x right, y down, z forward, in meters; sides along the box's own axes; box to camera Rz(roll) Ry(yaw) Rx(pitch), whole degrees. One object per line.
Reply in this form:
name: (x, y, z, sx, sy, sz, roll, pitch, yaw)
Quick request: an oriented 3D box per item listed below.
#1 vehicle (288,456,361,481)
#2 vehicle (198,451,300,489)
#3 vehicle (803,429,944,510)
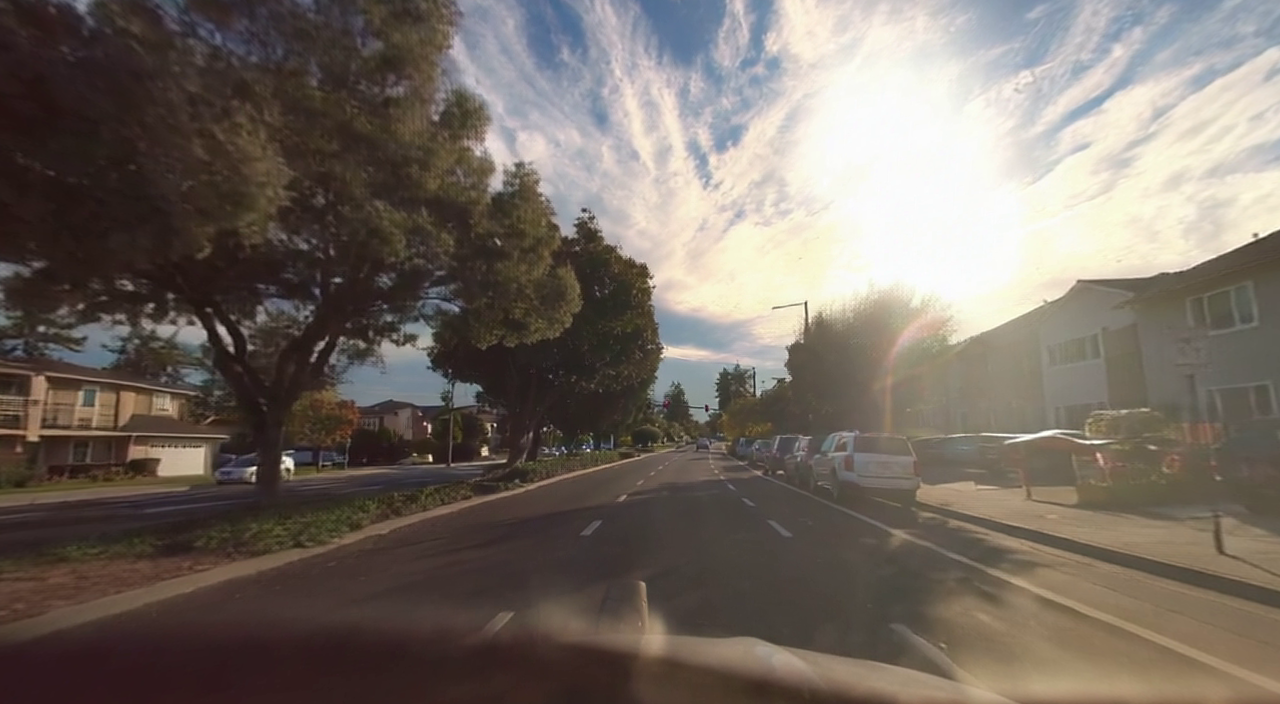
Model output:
vehicle: (-20.417, 7.545, 41.040, 1.909, 1.451, 4.757, -1, -8, 6)
vehicle: (-21.334, 6.430, 34.697, 2.060, 1.814, 5.097, -1, -8, 5)
vehicle: (5.308, 2.720, 14.993, 2.011, 1.649, 4.001, -1, -8, 4)
